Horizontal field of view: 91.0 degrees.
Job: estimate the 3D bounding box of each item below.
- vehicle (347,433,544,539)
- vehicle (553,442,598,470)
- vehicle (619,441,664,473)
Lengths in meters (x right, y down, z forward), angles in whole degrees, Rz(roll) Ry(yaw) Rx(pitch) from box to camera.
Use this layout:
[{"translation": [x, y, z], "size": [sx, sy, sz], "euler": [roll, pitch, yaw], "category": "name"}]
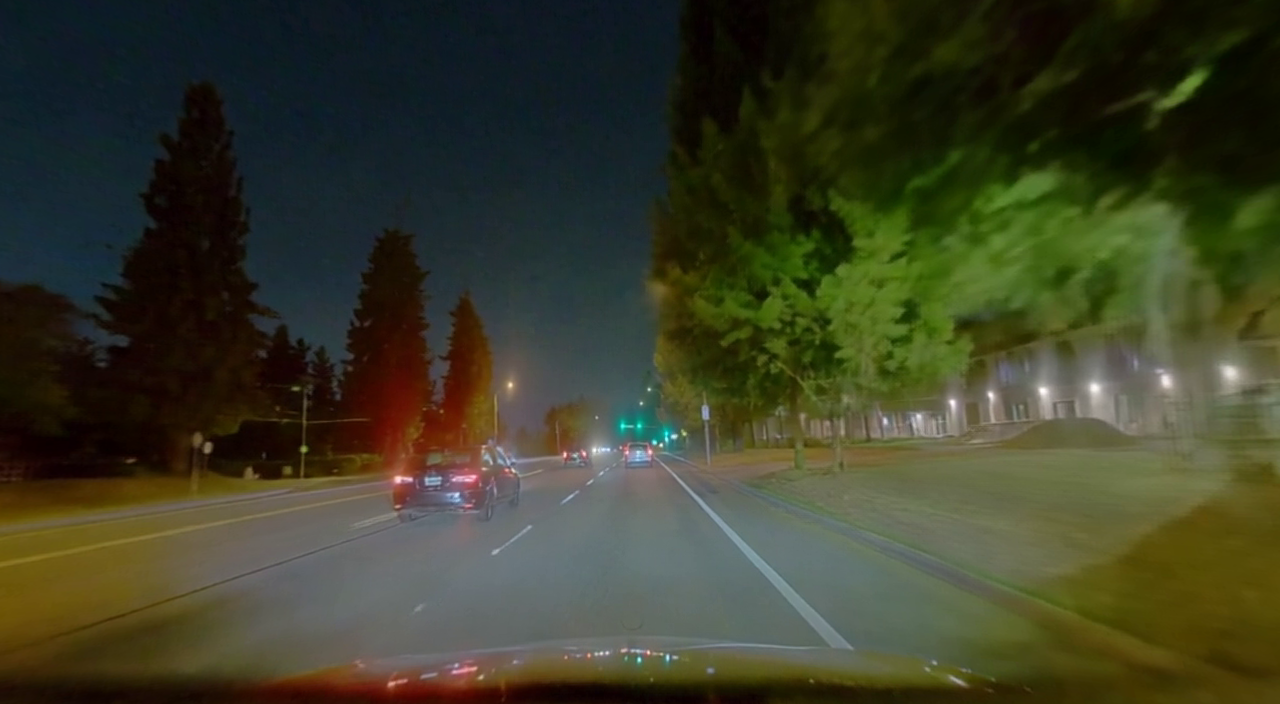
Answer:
[{"translation": [-3.079, 2.226, 11.114], "size": [2.030, 1.467, 4.403], "euler": [0, -9, 1], "category": "vehicle"}, {"translation": [-3.617, 5.886, 35.831], "size": [2.114, 1.500, 3.912], "euler": [0, -9, 0], "category": "vehicle"}, {"translation": [0.052, 5.096, 30.723], "size": [2.065, 1.456, 4.099], "euler": [0, -9, 0], "category": "vehicle"}]
